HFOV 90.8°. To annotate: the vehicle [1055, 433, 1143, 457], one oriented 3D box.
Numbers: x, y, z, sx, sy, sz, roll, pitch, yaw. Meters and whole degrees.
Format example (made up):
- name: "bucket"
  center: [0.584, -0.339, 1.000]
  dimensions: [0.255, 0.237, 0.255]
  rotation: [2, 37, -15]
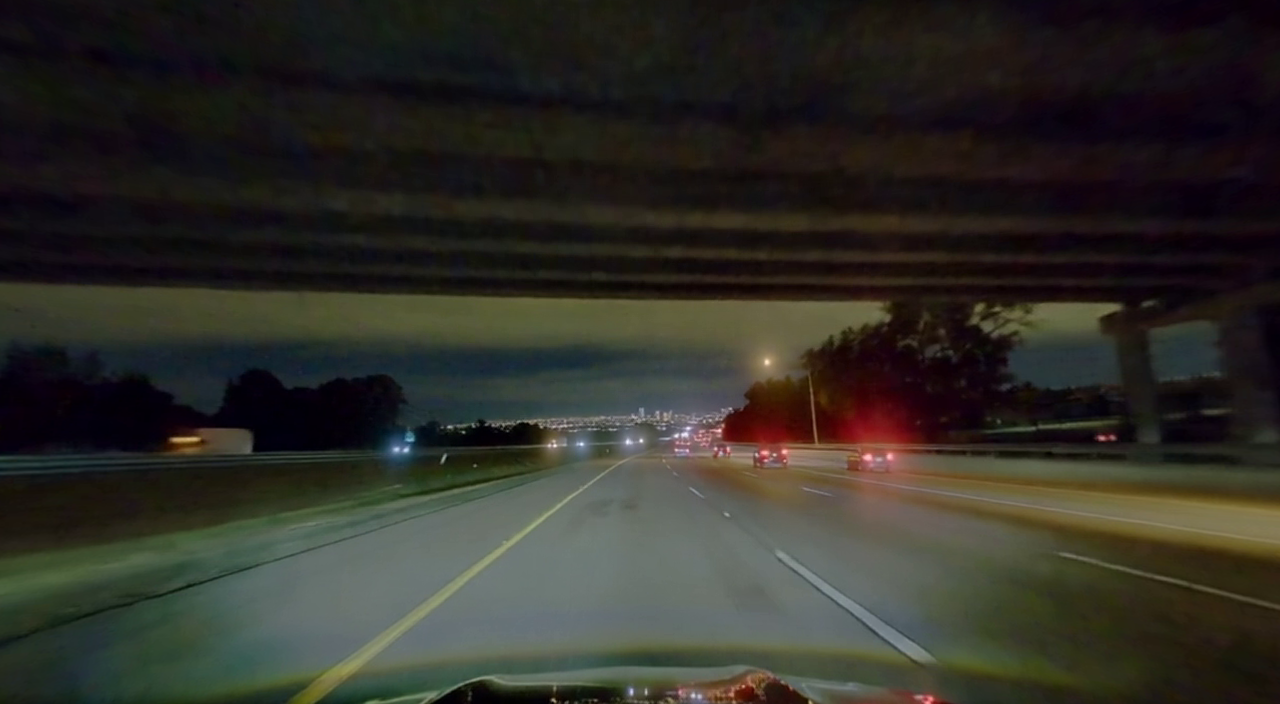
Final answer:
- name: "vehicle"
  center: [29.607, 6.042, 40.969]
  dimensions: [1.967, 1.491, 4.970]
  rotation: [0, -9, 0]
